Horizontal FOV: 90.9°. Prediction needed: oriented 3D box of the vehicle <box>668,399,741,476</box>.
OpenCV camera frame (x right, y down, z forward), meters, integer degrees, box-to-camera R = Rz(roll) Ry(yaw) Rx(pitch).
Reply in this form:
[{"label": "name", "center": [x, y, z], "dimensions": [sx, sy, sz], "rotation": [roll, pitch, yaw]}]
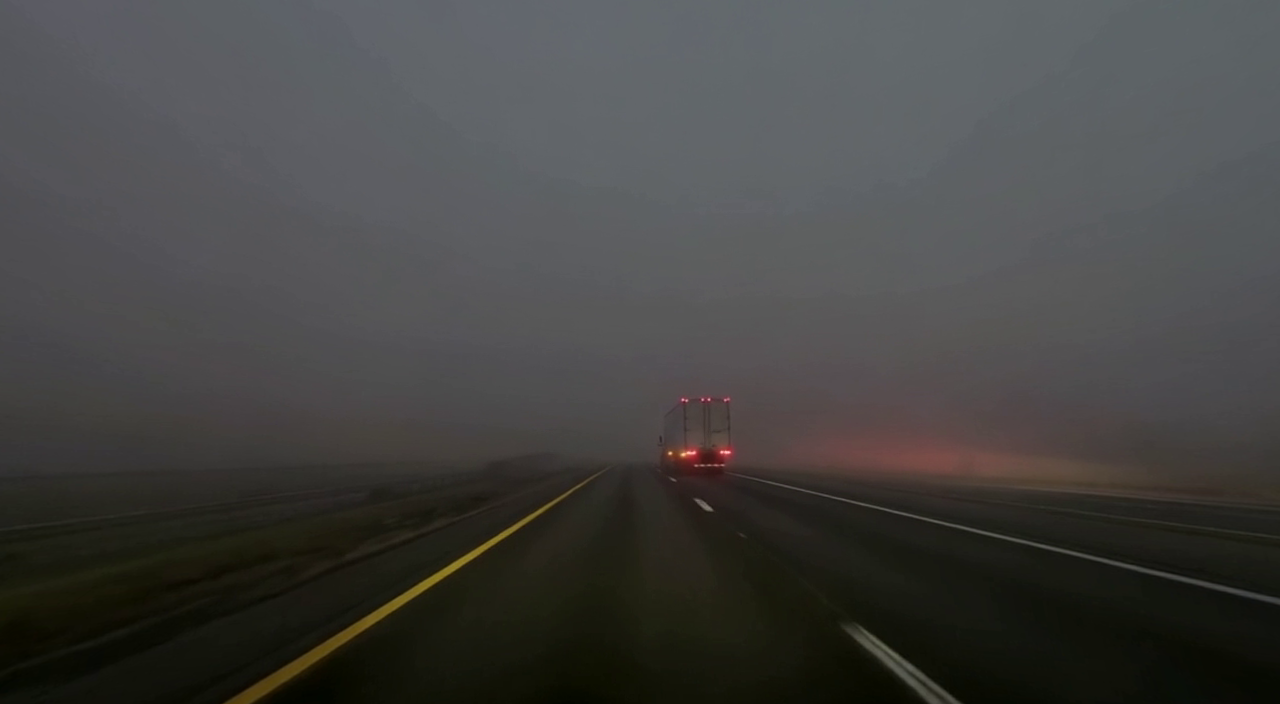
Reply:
[{"label": "vehicle", "center": [3.749, 5.503, 39.885], "dimensions": [3.175, 4.103, 11.612], "rotation": [0, -9, -1]}]
